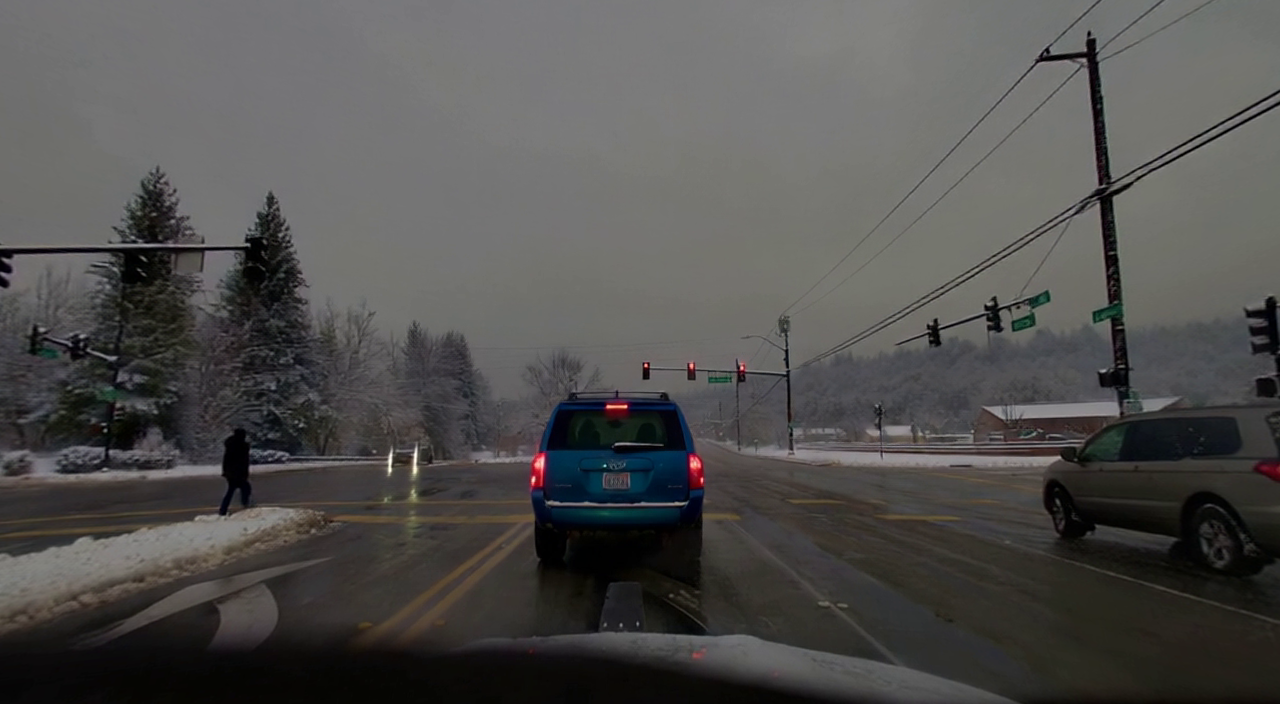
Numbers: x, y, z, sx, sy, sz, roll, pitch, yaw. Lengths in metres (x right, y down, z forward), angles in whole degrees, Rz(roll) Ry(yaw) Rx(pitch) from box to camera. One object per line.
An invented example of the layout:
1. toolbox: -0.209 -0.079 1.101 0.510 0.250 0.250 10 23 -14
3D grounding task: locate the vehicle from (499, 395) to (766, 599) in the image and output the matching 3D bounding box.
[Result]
1. vehicle: -0.102 1.561 7.634 2.285 1.729 4.252 0 -9 -1

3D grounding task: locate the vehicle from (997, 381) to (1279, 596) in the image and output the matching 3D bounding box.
1. vehicle: 6.572 1.441 7.242 2.119 1.827 4.806 0 -9 0
